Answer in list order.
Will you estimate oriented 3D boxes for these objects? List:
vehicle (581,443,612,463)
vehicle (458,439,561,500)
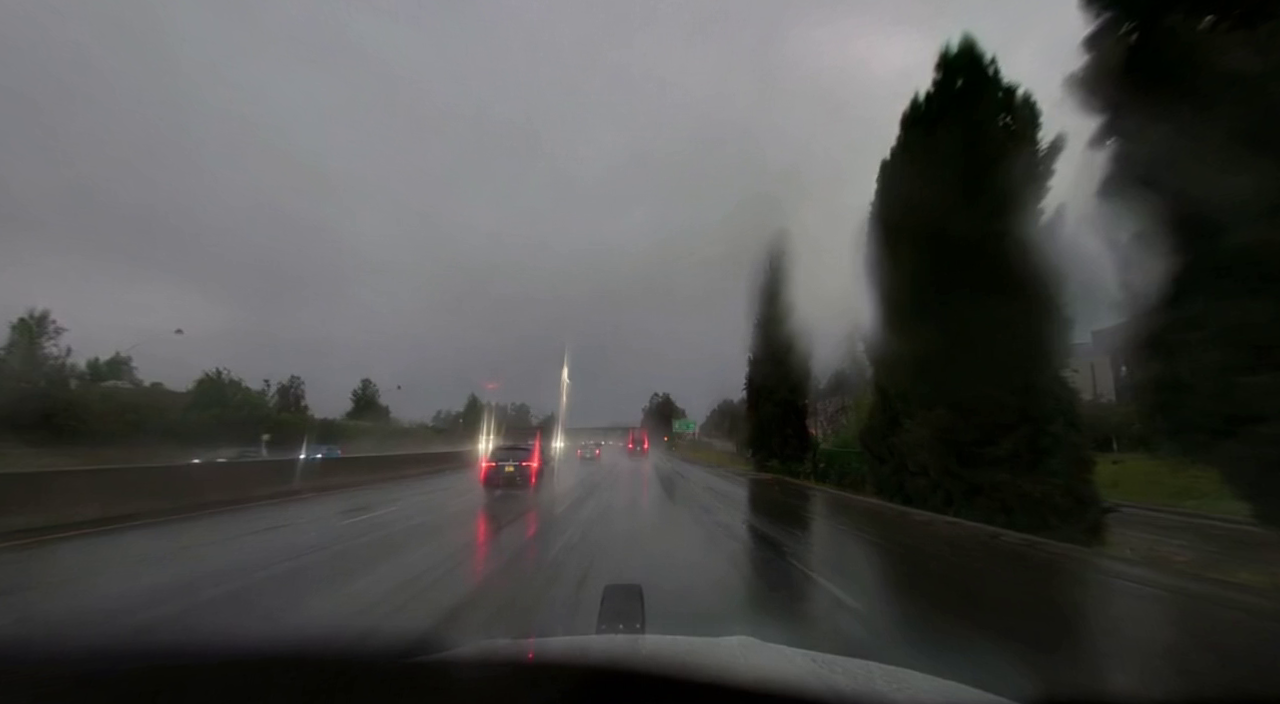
[{"bbox_3d":[-3.287,7.772,48.681,2.086,1.460,4.301,0,-9,0],"label":"vehicle"},{"bbox_3d":[-3.413,3.146,17.360,1.920,1.463,4.134,0,-9,0],"label":"vehicle"}]
